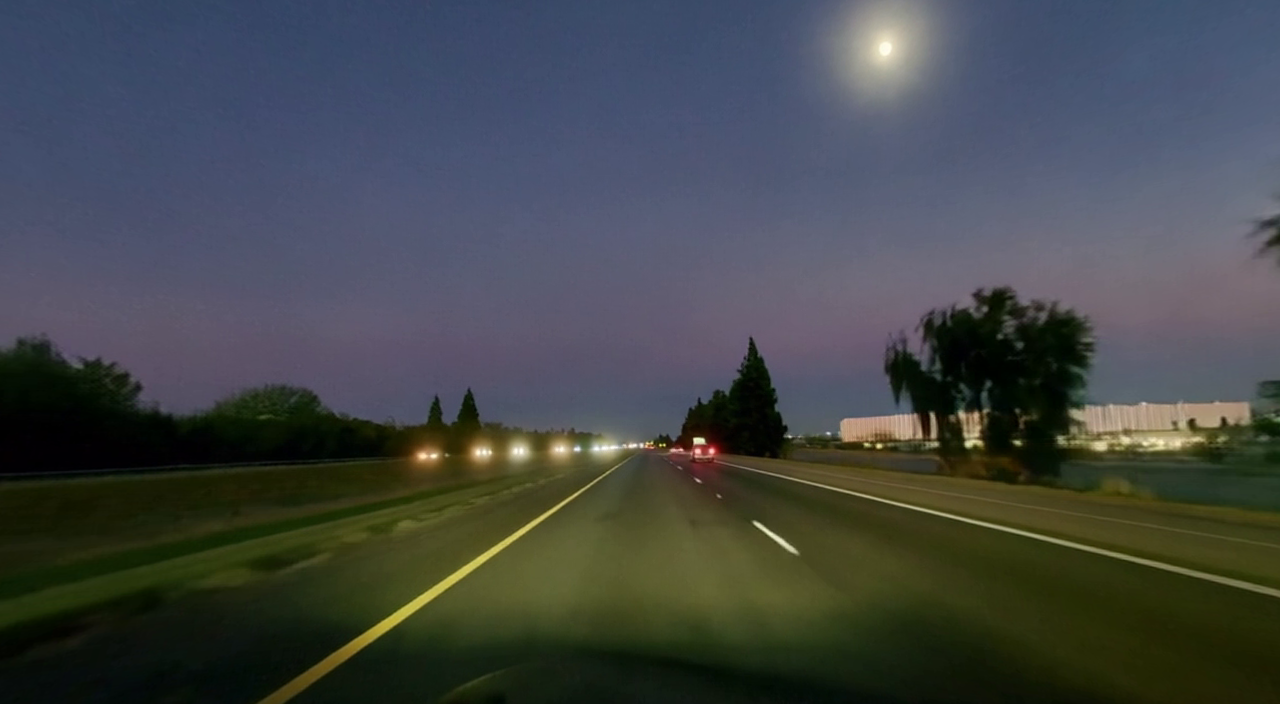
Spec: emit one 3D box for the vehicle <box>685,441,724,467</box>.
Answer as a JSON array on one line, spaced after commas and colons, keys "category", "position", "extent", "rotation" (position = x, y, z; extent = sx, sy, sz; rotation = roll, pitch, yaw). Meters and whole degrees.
[{"category": "vehicle", "position": [4.084, 6.539, 40.635], "extent": [2.062, 1.518, 4.026], "rotation": [0, -8, 0]}]
